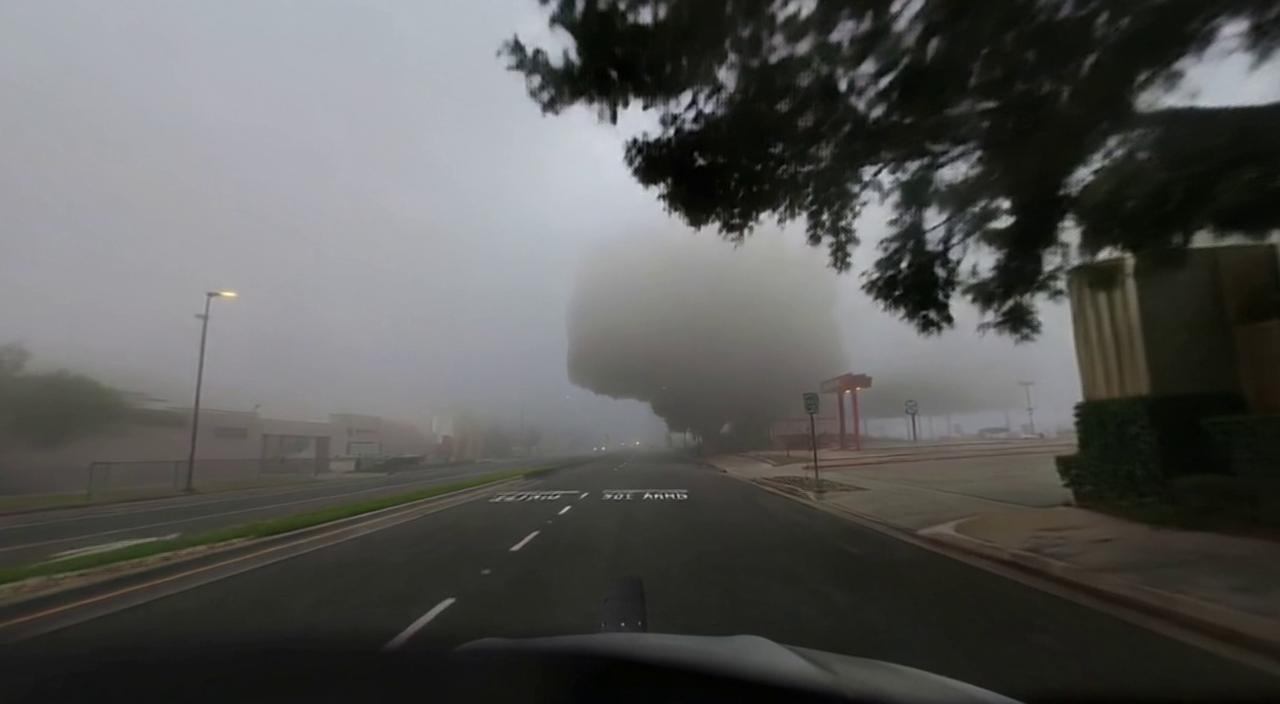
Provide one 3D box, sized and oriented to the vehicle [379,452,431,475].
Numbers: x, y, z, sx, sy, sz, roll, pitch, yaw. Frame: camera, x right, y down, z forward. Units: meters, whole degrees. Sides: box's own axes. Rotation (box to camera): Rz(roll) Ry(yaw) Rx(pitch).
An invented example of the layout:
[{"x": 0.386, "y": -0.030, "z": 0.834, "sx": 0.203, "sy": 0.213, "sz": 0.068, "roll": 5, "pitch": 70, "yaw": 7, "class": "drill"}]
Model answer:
[{"x": -17.089, "y": 8.092, "z": 45.842, "sx": 1.861, "sy": 1.541, "sz": 4.530, "roll": 0, "pitch": -9, "yaw": 2, "class": "vehicle"}]
